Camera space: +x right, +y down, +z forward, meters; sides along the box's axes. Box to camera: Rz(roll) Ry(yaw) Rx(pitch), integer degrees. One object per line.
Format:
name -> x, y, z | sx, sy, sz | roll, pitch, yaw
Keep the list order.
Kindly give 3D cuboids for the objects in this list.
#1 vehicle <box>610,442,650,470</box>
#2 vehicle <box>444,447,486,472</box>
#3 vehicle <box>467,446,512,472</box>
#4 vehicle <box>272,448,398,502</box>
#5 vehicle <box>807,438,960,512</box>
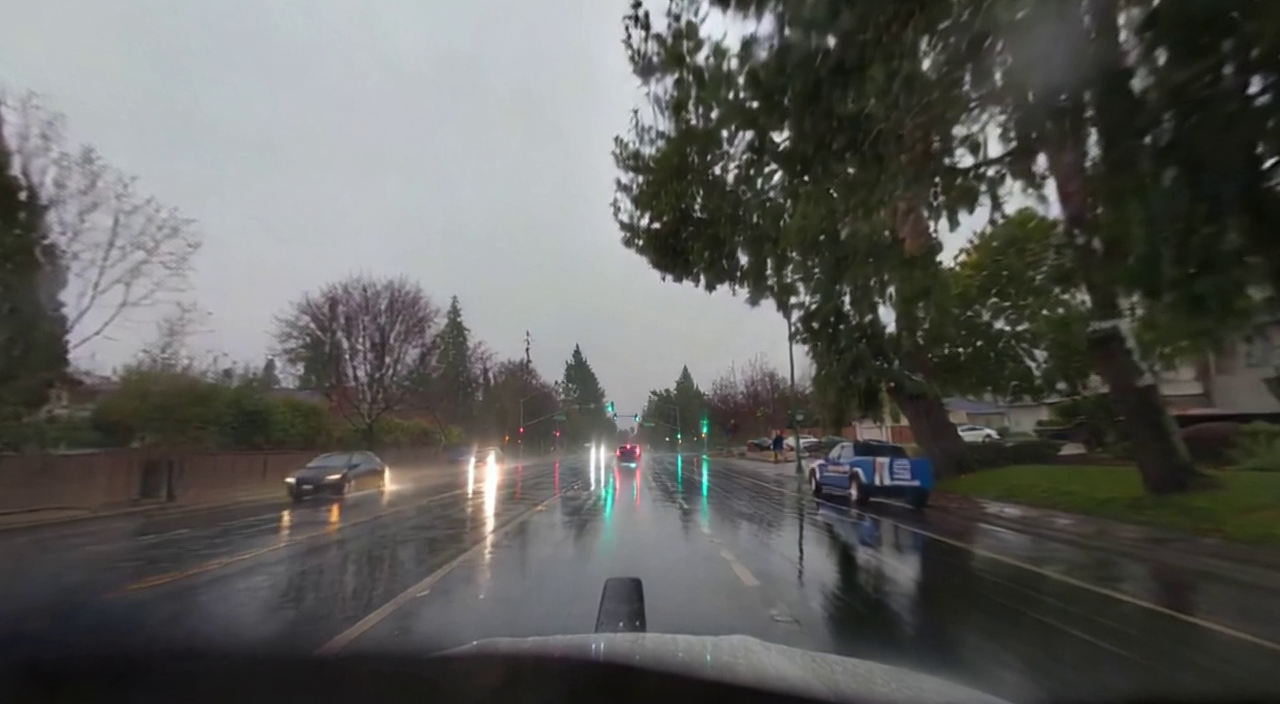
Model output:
vehicle -> -0.559, 5.776, 35.234 | 2.104, 1.462, 3.991 | 0, -9, -1
vehicle -> -13.448, 8.246, 48.686 | 1.957, 1.754, 4.393 | 0, -9, 0
vehicle -> -10.043, 7.134, 42.433 | 1.945, 1.629, 4.197 | 0, -9, 0
vehicle -> -9.825, 3.968, 20.810 | 1.992, 1.547, 4.292 | 0, -9, 0
vehicle -> 5.732, 2.935, 15.531 | 1.926, 1.555, 4.106 | 0, -9, -3
